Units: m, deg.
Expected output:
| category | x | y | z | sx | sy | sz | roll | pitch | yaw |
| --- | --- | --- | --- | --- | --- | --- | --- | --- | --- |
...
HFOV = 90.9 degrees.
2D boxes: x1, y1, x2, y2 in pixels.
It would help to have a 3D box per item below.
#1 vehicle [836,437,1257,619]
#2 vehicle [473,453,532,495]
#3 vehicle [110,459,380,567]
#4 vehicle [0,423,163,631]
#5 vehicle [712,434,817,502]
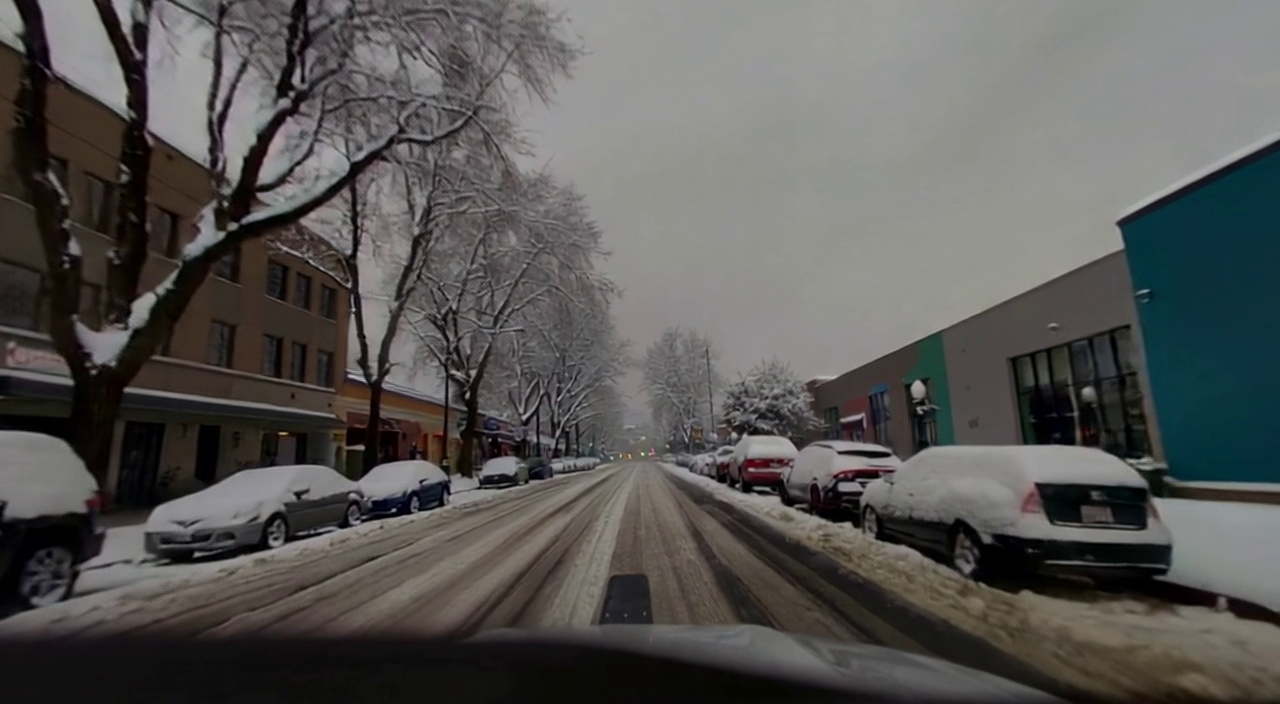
| category | x | y | z | sx | sy | sz | roll | pitch | yaw |
| --- | --- | --- | --- | --- | --- | --- | --- | --- | --- |
| vehicle | 4.192 | 1.854 | 7.800 | 1.973 | 1.494 | 4.867 | 0 | -9 | 0 |
| vehicle | -6.808 | 6.062 | 31.824 | 1.996 | 1.770 | 5.518 | -1 | -8 | -2 |
| vehicle | -7.117 | 2.897 | 12.198 | 2.001 | 1.502 | 4.851 | -1 | -8 | 1 |
| vehicle | -7.000 | 1.591 | 5.438 | 2.238 | 1.891 | 4.780 | -1 | -7 | -4 |
| vehicle | 4.030 | 3.885 | 21.592 | 2.390 | 2.005 | 5.276 | 0 | -9 | -1 |
